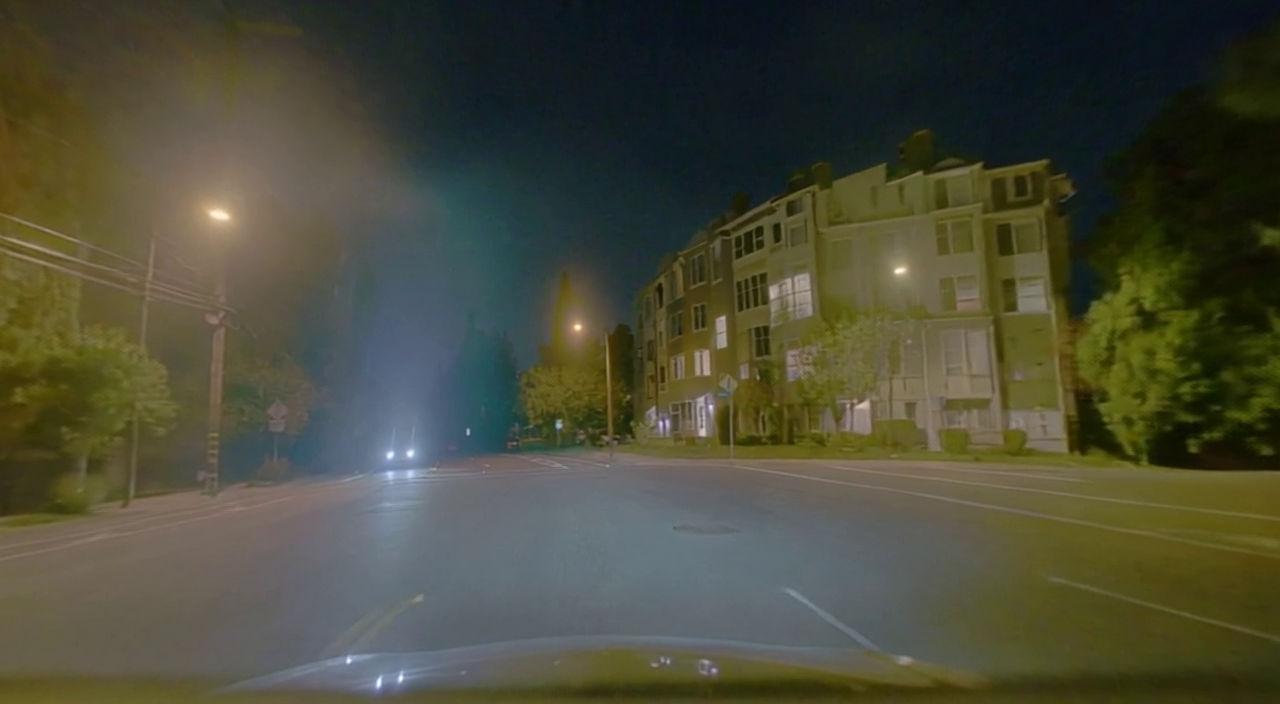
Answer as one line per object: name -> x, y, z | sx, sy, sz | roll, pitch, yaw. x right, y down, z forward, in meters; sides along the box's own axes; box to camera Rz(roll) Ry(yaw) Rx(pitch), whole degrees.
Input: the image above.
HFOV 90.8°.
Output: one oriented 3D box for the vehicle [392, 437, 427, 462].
vehicle -> -17.634, 7.445, 48.268 | 2.247, 1.801, 4.672 | 3, -9, -22
